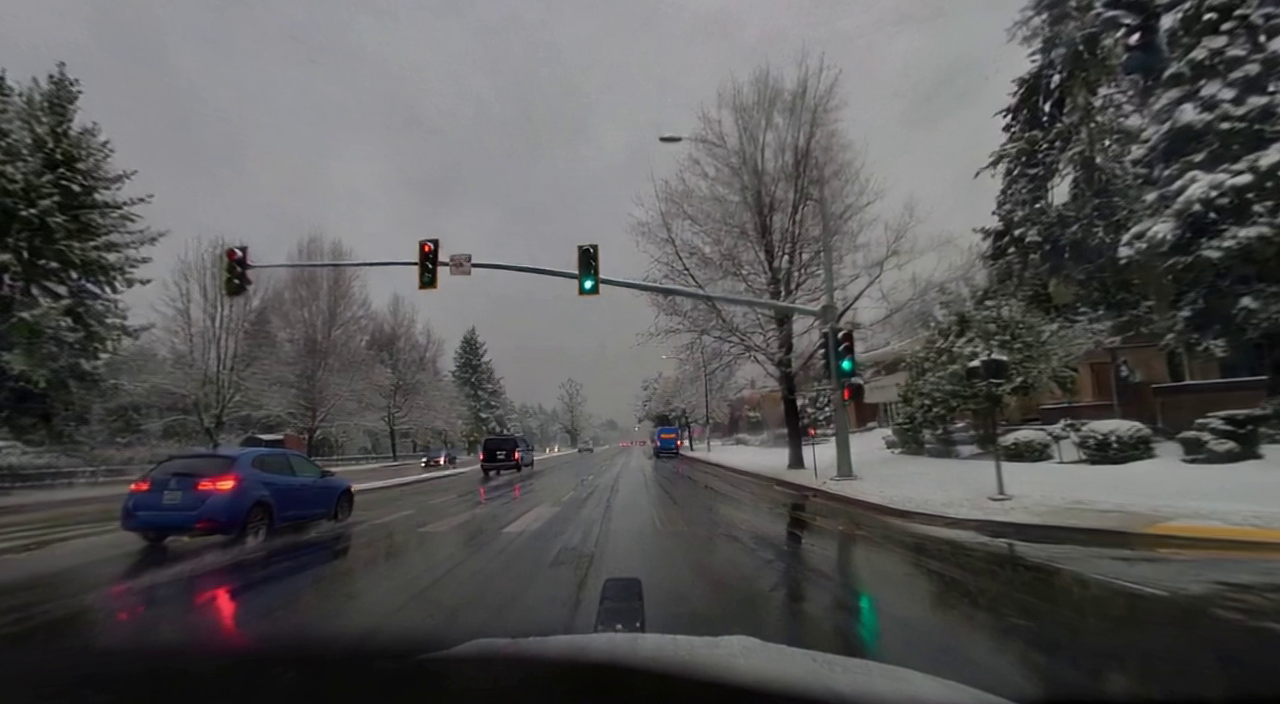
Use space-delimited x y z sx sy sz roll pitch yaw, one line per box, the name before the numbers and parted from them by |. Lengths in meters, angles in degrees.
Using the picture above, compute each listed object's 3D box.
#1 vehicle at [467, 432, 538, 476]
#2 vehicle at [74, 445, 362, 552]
vehicle | -6.868 5.183 32.396 2.332 2.039 5.678 0 -9 0
vehicle | -6.872 2.385 11.077 1.970 1.456 4.441 0 -9 0
